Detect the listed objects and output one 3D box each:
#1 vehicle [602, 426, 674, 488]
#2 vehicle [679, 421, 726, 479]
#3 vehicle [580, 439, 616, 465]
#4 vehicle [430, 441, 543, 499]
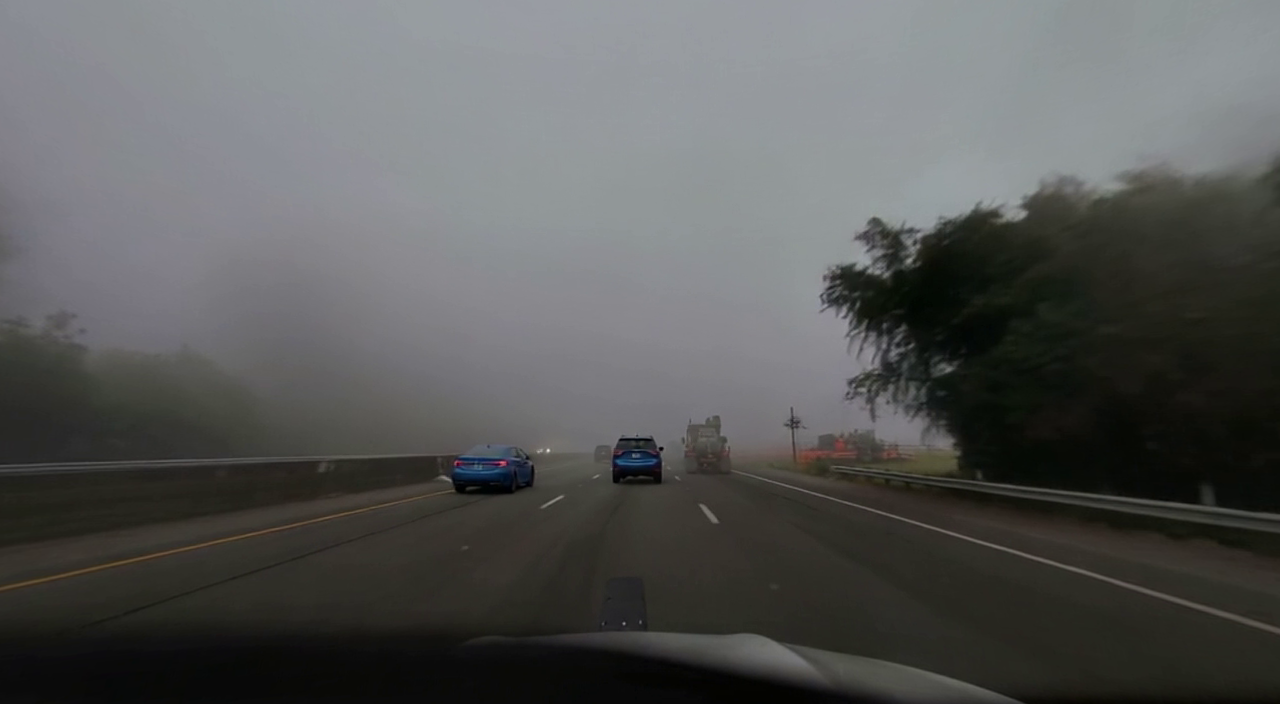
[{"bbox_3d":[-0.004,3.727,22.680,2.308,1.993,4.631,0,-8,2],"label":"vehicle"},{"bbox_3d":[4.506,7.317,47.410,2.793,3.828,9.580,0,-8,2],"label":"vehicle"},{"bbox_3d":[-3.175,7.634,48.369,2.170,1.859,4.733,-1,-8,3],"label":"vehicle"},{"bbox_3d":[-4.332,3.390,18.583,2.096,1.469,4.319,0,-8,2],"label":"vehicle"}]
